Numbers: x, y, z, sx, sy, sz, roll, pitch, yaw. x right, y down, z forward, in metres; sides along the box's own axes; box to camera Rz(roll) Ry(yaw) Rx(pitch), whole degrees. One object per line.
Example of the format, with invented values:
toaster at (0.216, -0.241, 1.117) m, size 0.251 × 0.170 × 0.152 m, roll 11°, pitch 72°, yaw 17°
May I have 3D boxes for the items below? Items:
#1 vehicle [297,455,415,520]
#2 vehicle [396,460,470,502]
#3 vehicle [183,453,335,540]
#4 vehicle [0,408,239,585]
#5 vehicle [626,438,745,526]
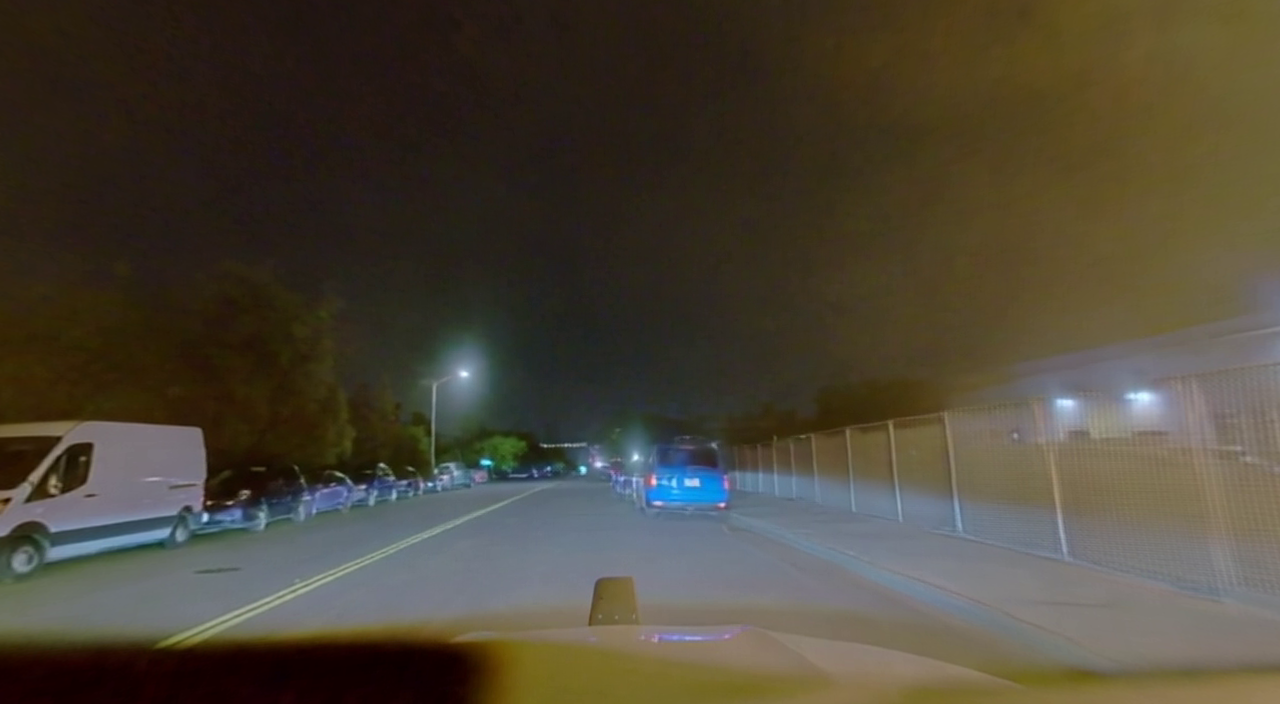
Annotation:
vehicle at (-10.342, 4.926, 23.638) m, size 2.304 × 1.937 × 5.720 m, roll -1°, pitch -8°, yaw -6°
vehicle at (-11.208, 6.975, 34.715) m, size 2.504 × 1.919 × 5.658 m, roll 0°, pitch -8°, yaw -4°
vehicle at (-9.951, 3.720, 16.928) m, size 1.857 × 1.908 × 4.081 m, roll 0°, pitch -8°, yaw -6°
vehicle at (-9.485, 2.389, 10.852) m, size 2.435 × 2.308 × 4.937 m, roll -3°, pitch -9°, yaw -7°
vehicle at (1.020, 3.517, 17.970) m, size 2.327 × 2.021 × 5.850 m, roll 0°, pitch -9°, yaw -6°
